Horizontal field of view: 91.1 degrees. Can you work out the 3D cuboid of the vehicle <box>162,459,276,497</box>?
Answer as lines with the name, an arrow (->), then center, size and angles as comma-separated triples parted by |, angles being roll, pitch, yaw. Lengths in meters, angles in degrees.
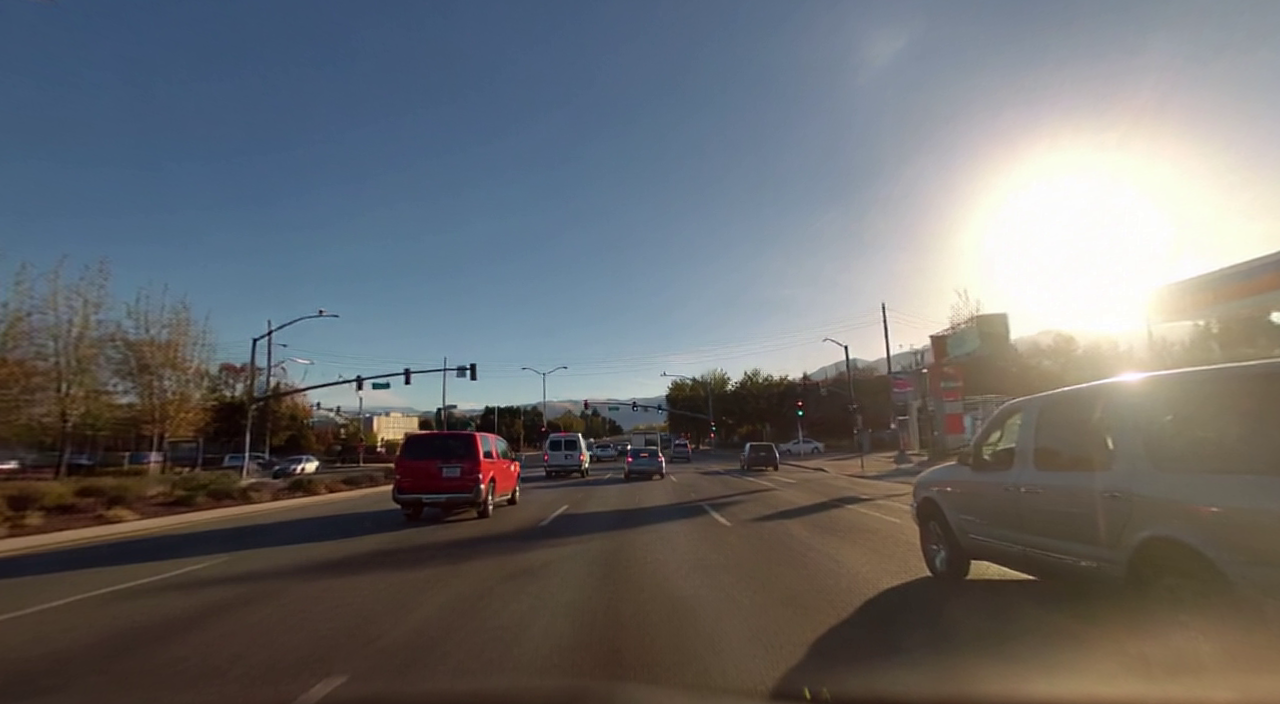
vehicle -> -19.734, 5.893, 29.771 | 2.324, 1.551, 4.965 | 1, -9, -6

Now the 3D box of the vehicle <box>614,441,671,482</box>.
vehicle -> 0.096, 5.047, 29.427 | 2.426, 1.703, 5.602 | 0, -9, 0

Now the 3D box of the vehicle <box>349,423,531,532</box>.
vehicle -> -3.714, 2.438, 12.856 | 2.002, 1.747, 5.173 | 0, -9, 0

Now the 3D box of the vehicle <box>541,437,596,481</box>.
vehicle -> -3.345, 5.124, 30.449 | 2.025, 1.936, 4.995 | 0, -9, 1

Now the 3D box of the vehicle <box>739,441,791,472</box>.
vehicle -> 7.189, 6.047, 36.506 | 2.119, 1.696, 4.623 | 0, -9, 1

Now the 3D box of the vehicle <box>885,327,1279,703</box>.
vehicle -> 3.674, 1.046, 4.238 | 2.055, 1.786, 4.817 | 0, -9, 0
